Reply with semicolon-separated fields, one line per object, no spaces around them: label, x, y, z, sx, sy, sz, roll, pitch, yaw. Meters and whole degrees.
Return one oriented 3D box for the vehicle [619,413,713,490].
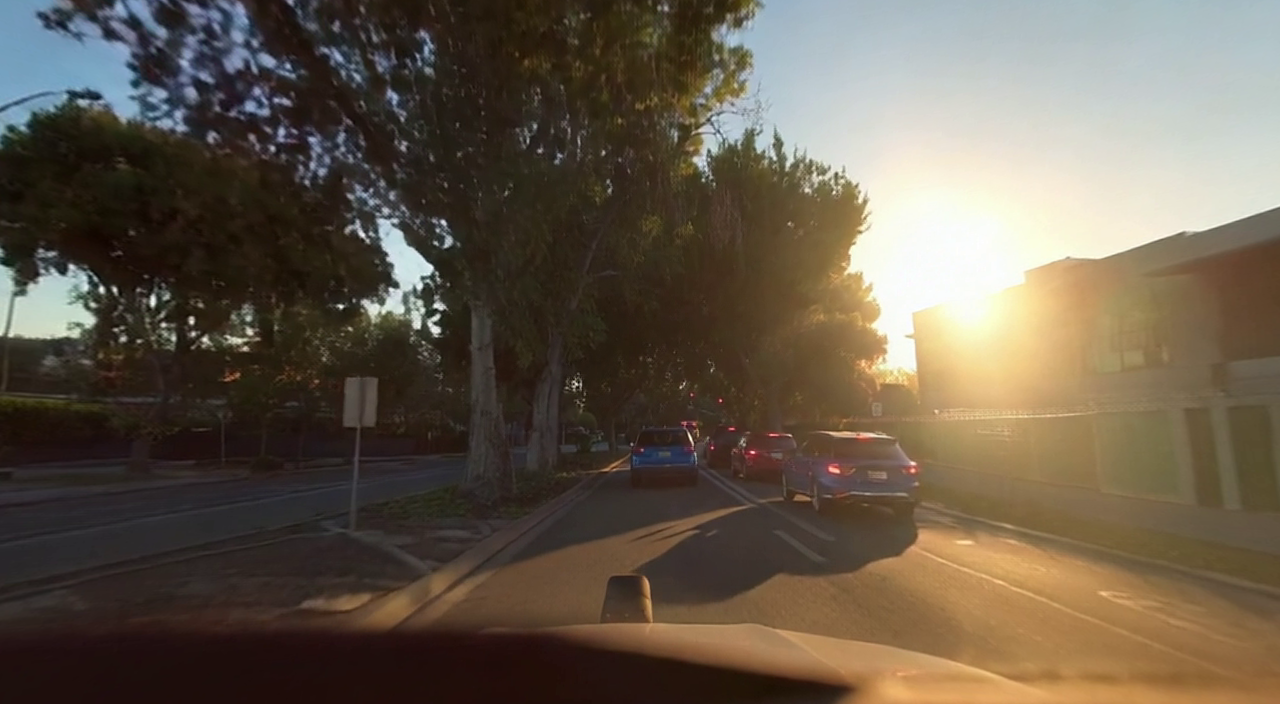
vehicle;0.724;2.859;18.267;2.386;1.947;4.168;-1;-8;2

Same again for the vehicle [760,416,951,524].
vehicle;3.909;2.259;12.560;2.138;1.699;4.852;0;-8;1
